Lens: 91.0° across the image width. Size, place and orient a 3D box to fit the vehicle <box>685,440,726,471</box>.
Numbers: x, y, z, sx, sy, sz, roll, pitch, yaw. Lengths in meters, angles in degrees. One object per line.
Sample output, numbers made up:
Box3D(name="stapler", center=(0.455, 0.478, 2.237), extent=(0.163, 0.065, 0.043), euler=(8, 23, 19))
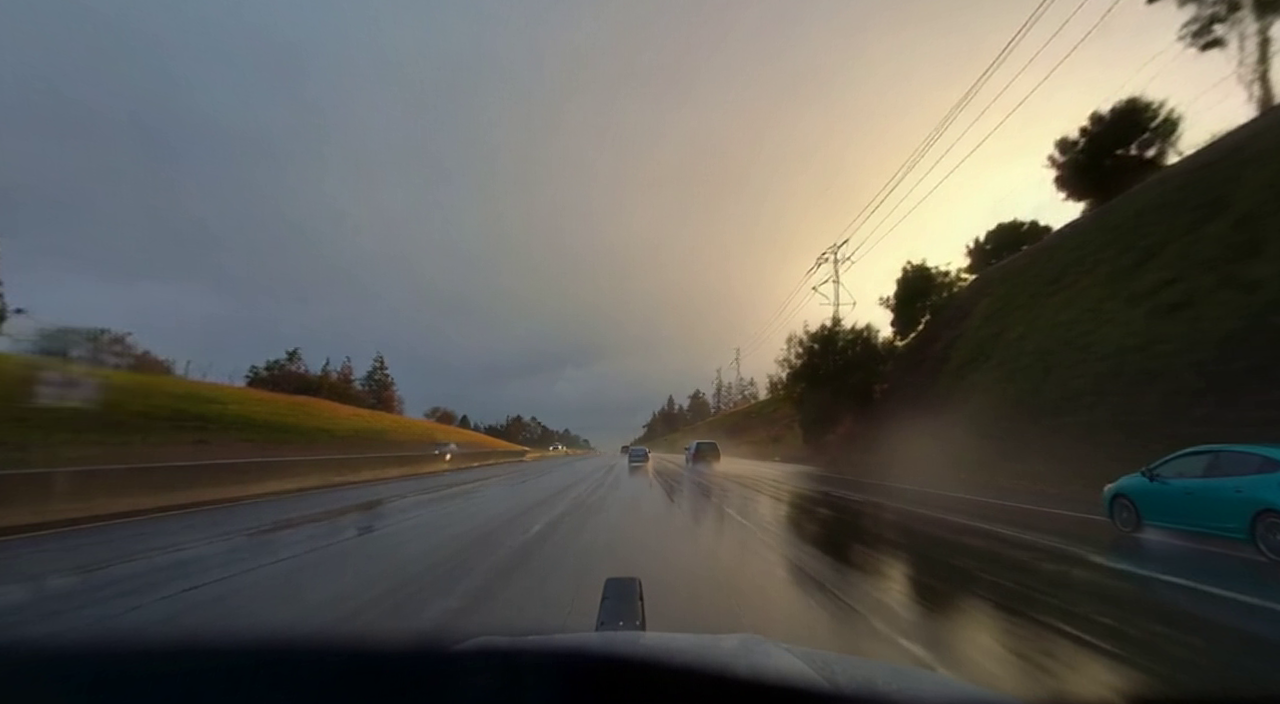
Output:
Box3D(name="vehicle", center=(4.007, 6.450, 39.327), extent=(2.159, 1.782, 4.673), euler=(0, -8, 2))

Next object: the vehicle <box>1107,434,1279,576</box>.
Box3D(name="vehicle", center=(8.032, 1.708, 7.022), extent=(1.970, 1.545, 4.818), euler=(1, -8, 0))
